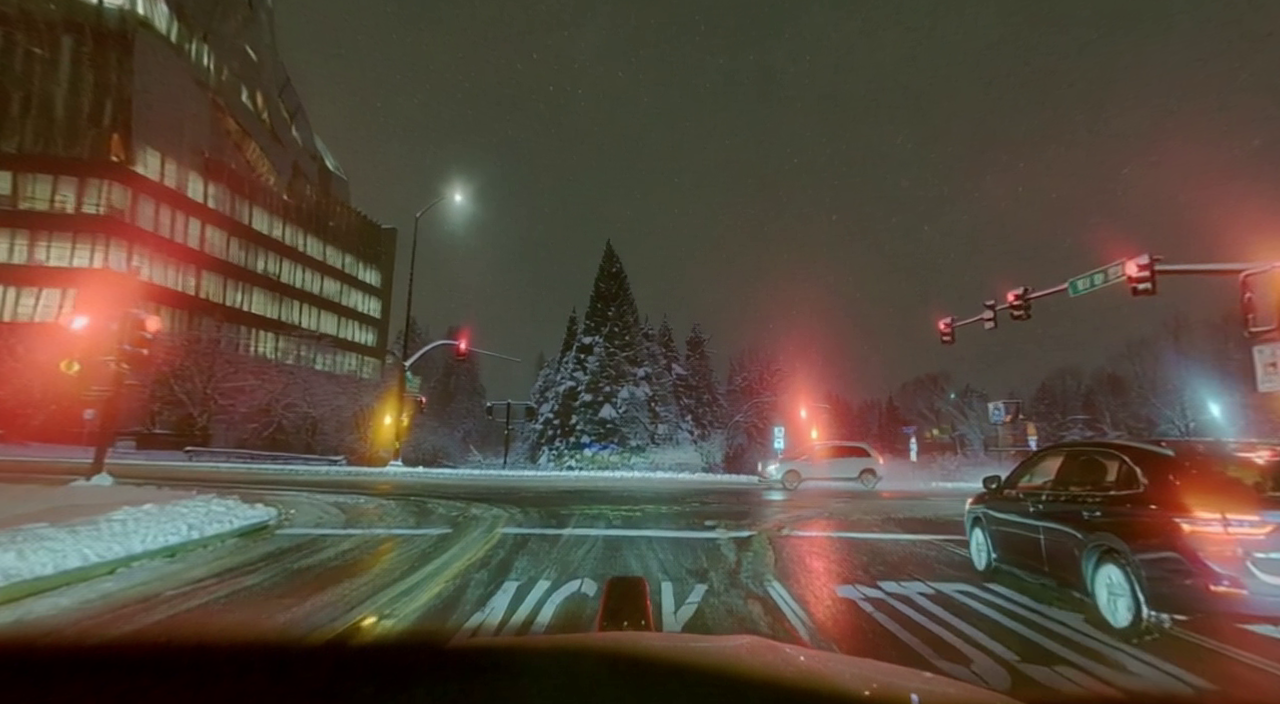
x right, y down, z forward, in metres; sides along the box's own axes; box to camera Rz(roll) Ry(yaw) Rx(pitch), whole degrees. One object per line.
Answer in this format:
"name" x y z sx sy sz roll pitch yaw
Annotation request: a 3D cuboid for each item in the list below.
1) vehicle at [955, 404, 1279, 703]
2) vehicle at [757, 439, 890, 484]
"vehicle" 4.187 1.244 4.321 2.036 1.583 4.911 -1 -8 7
"vehicle" 7.359 4.360 25.380 4.715 1.671 2.030 3 -9 -17
